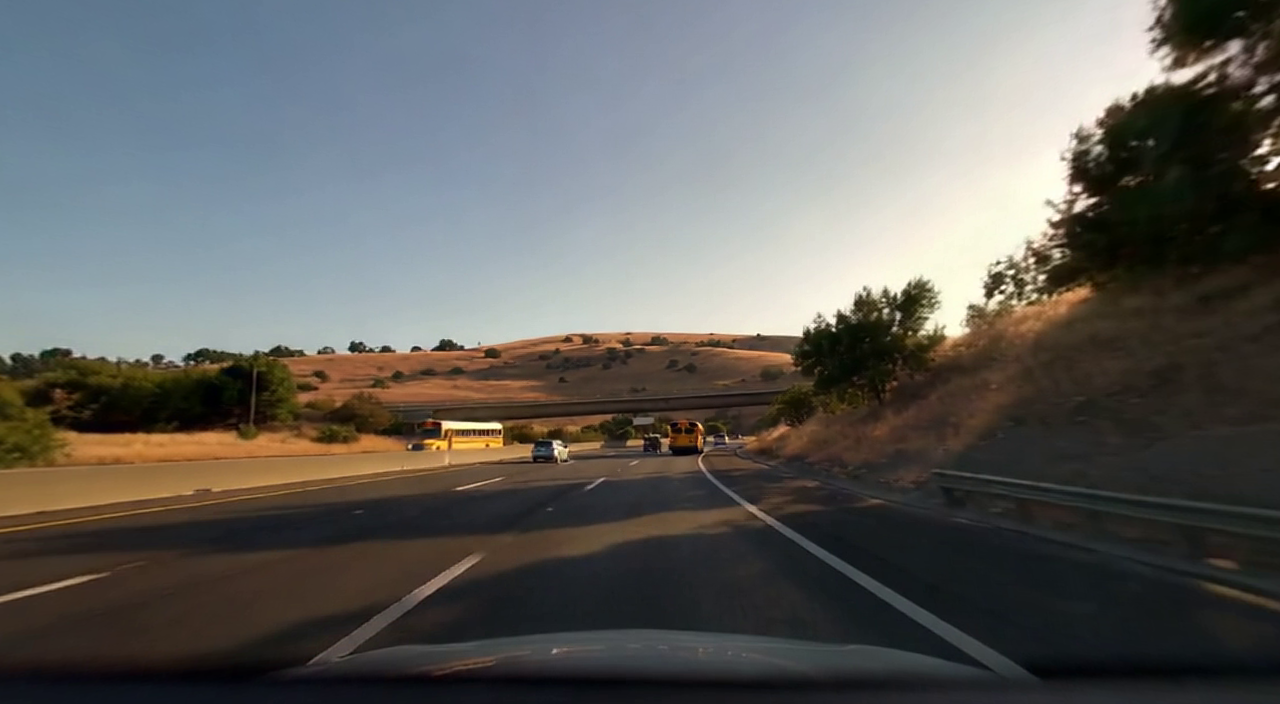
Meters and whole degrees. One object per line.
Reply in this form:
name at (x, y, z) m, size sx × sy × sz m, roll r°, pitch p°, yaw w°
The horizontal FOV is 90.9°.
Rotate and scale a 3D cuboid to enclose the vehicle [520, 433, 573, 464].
vehicle at (-5.526, 5.791, 37.980) m, size 2.106 × 1.704 × 4.637 m, roll -1°, pitch -8°, yaw 5°
